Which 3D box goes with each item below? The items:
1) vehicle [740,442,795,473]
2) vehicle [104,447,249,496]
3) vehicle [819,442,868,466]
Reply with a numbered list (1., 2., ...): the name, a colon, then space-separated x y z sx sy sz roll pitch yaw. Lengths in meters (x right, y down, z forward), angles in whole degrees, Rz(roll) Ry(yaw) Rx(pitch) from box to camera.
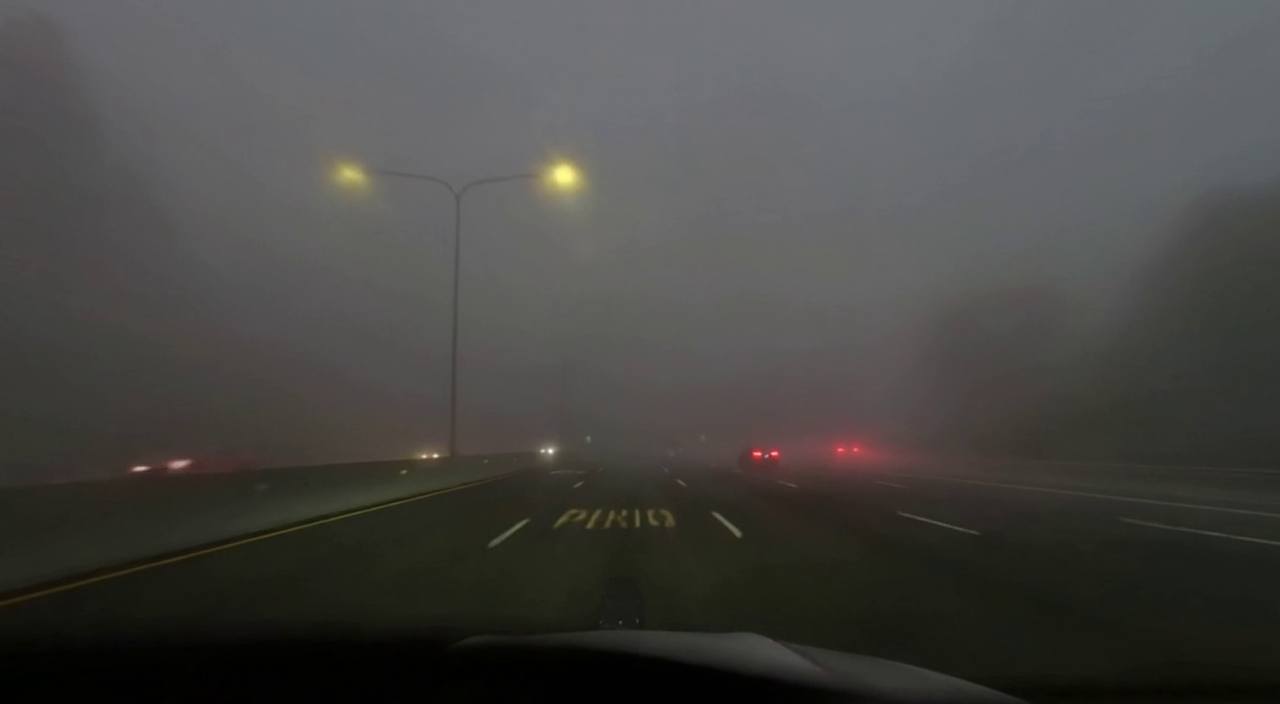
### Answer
1. vehicle: 6.719 5.591 33.655 2.038 1.528 3.910 0 -9 -1
2. vehicle: -18.238 4.682 25.258 2.001 1.640 4.894 0 -8 1
3. vehicle: 14.606 7.345 45.653 2.025 1.595 4.268 0 -9 -1
